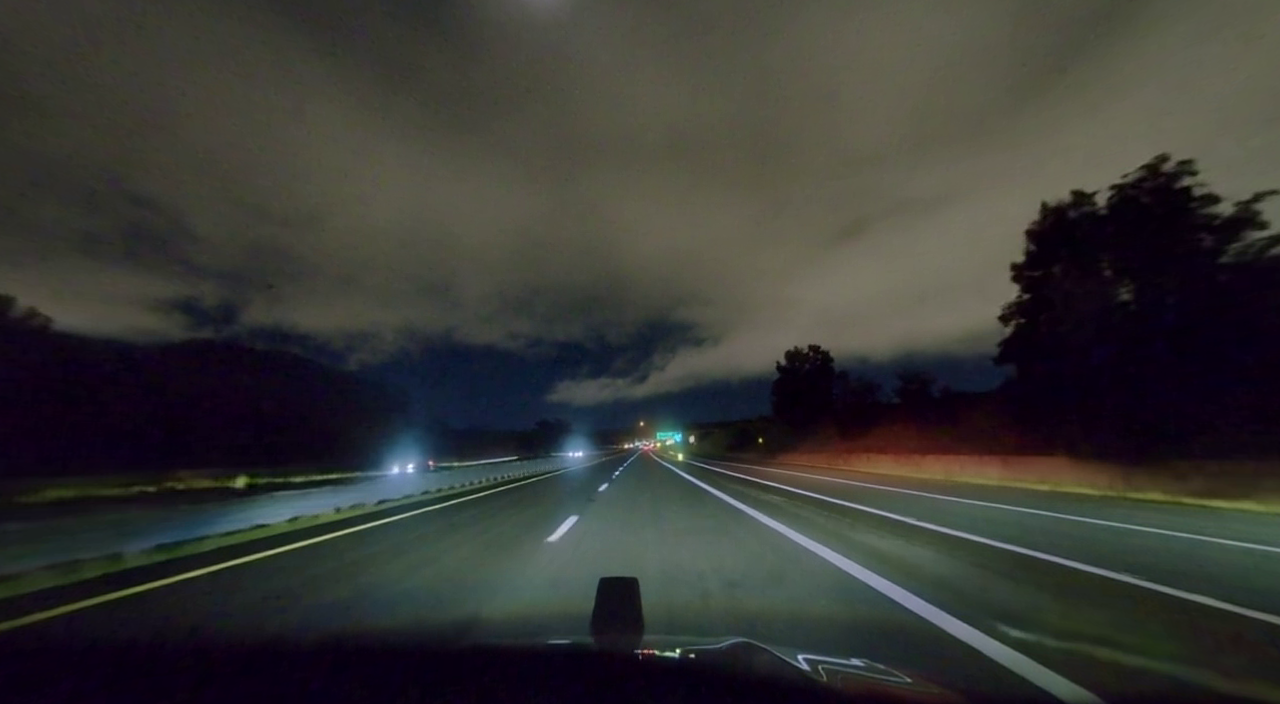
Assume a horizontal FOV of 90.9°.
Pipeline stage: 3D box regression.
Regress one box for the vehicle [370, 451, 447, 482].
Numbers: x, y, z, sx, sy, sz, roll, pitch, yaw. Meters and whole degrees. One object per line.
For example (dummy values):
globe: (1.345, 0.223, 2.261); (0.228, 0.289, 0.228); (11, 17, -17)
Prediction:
vehicle: (-11.528, 5.707, 31.700); (2.209, 1.454, 4.441); (0, -9, 0)
